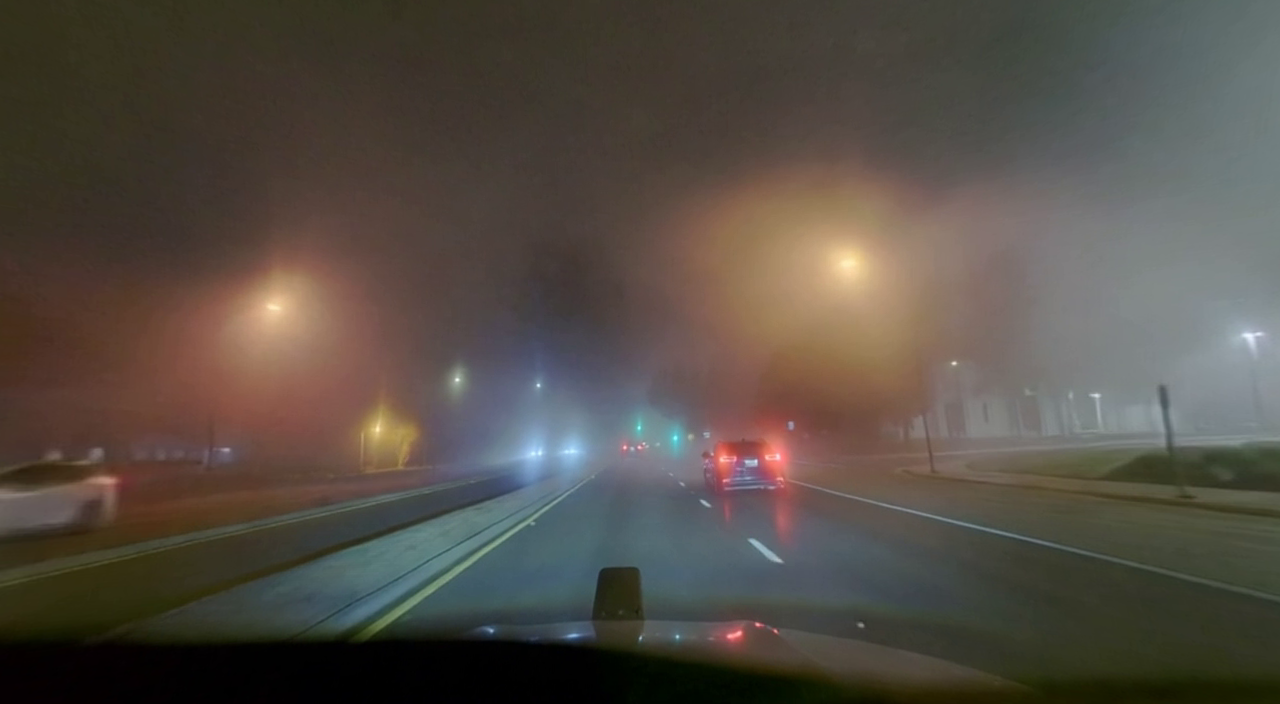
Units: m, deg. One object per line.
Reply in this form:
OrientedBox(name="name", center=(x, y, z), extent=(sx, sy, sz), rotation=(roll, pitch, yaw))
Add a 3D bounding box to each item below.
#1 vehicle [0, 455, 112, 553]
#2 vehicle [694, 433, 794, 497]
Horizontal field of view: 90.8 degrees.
OrientedBox(name="vehicle", center=(-12.226, 2.703, 11.174), extent=(1.943, 1.672, 4.368), rotation=(0, -9, 1))
OrientedBox(name="vehicle", center=(2.874, 3.260, 18.635), extent=(1.995, 1.616, 4.729), rotation=(0, -9, -2))
